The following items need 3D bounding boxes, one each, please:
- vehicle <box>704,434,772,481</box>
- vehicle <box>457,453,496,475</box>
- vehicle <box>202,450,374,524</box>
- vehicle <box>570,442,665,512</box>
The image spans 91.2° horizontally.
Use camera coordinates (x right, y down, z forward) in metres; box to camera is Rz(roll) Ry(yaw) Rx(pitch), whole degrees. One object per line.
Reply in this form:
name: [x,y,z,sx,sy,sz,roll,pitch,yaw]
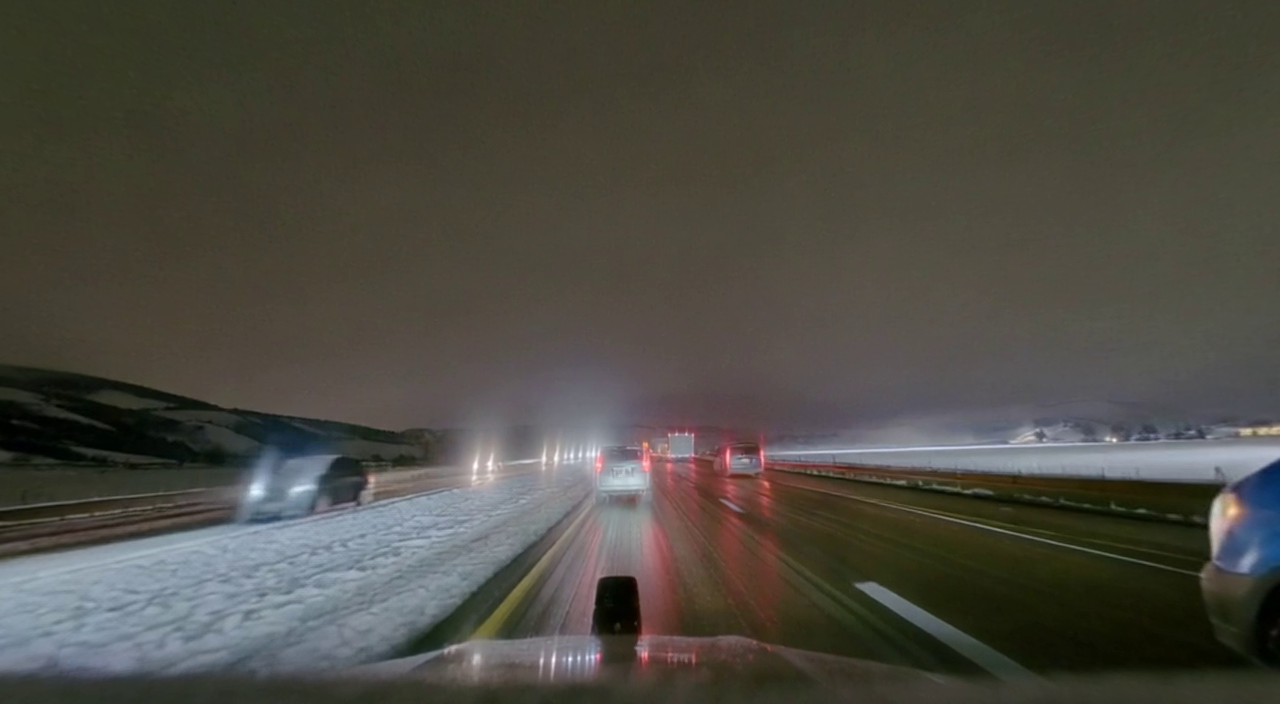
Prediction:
vehicle: [4.382,4.801,28.780,2.261,1.952,4.784,0,-9,-1]
vehicle: [-12.510,8.554,48.120,1.823,1.539,4.087,0,-9,1]
vehicle: [-8.382,3.206,15.454,1.867,1.515,4.107,0,-9,0]
vehicle: [-0.484,2.987,15.419,2.029,1.483,3.769,0,-9,0]
